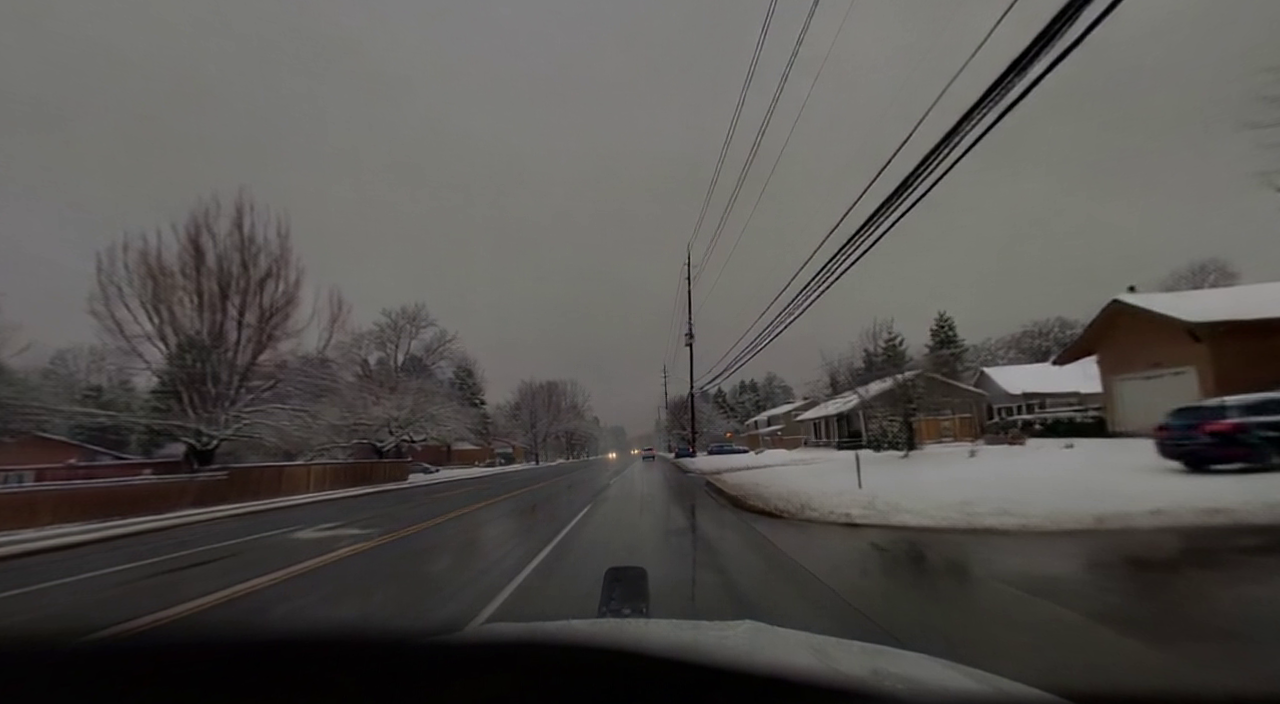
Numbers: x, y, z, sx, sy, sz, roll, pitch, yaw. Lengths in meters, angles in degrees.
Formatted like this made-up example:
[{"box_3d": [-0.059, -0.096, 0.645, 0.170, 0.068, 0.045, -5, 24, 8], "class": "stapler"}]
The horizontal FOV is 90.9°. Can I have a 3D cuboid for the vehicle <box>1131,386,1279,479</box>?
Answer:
[{"box_3d": [11.427, 1.407, 11.096, 3.992, 1.486, 1.727, -1, -9, 1], "class": "vehicle"}]
